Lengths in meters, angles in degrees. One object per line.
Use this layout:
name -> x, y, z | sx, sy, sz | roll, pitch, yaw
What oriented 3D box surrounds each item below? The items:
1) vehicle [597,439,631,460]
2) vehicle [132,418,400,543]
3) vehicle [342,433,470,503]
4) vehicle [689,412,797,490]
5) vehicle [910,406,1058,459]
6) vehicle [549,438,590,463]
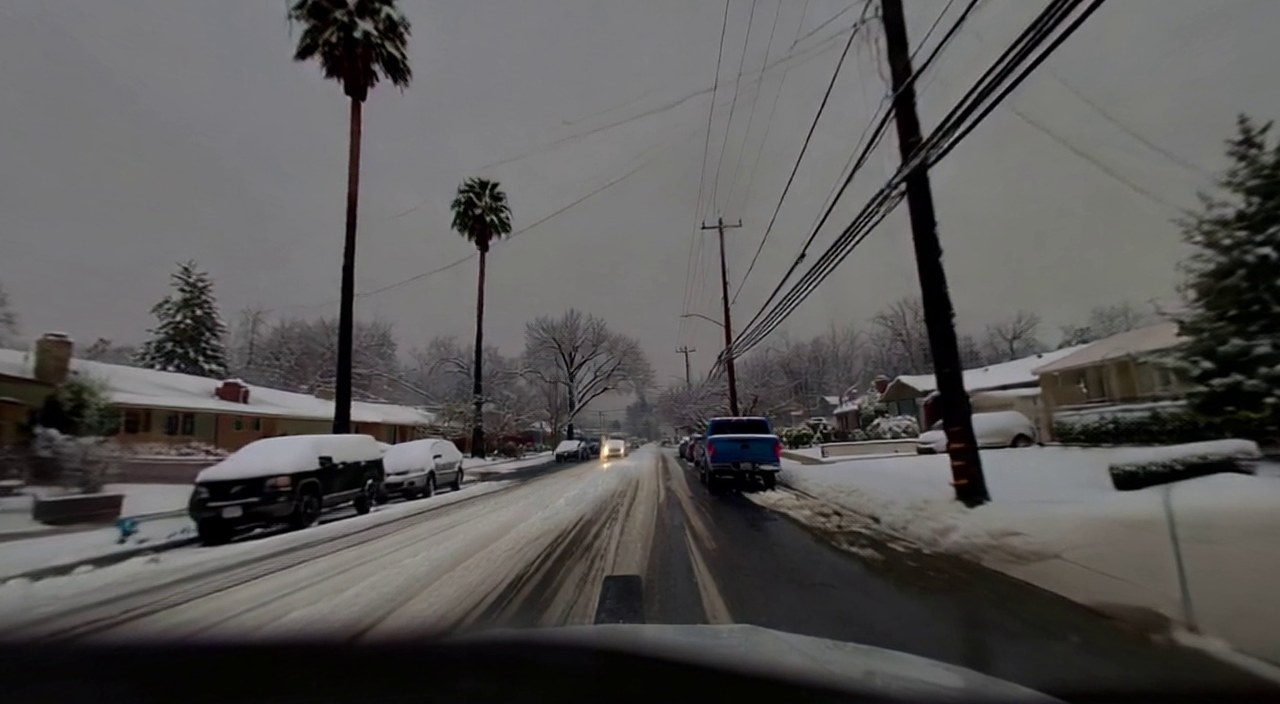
vehicle -> -1.926, 7.468, 48.433 | 2.213, 1.548, 4.370 | 0, -8, 3
vehicle -> -6.833, 2.380, 12.418 | 2.252, 1.944, 4.714 | 0, -8, 1
vehicle -> -6.663, 3.325, 18.609 | 1.930, 1.784, 4.474 | 0, -8, 1
vehicle -> 2.943, 3.069, 19.834 | 2.437, 2.015, 6.511 | 0, -8, 1
vehicle -> 14.230, 3.376, 26.380 | 4.778, 1.903, 2.205 | -2, -8, 0
vehicle -> -5.345, 7.567, 48.545 | 2.226, 1.768, 4.780 | -1, -8, 4
